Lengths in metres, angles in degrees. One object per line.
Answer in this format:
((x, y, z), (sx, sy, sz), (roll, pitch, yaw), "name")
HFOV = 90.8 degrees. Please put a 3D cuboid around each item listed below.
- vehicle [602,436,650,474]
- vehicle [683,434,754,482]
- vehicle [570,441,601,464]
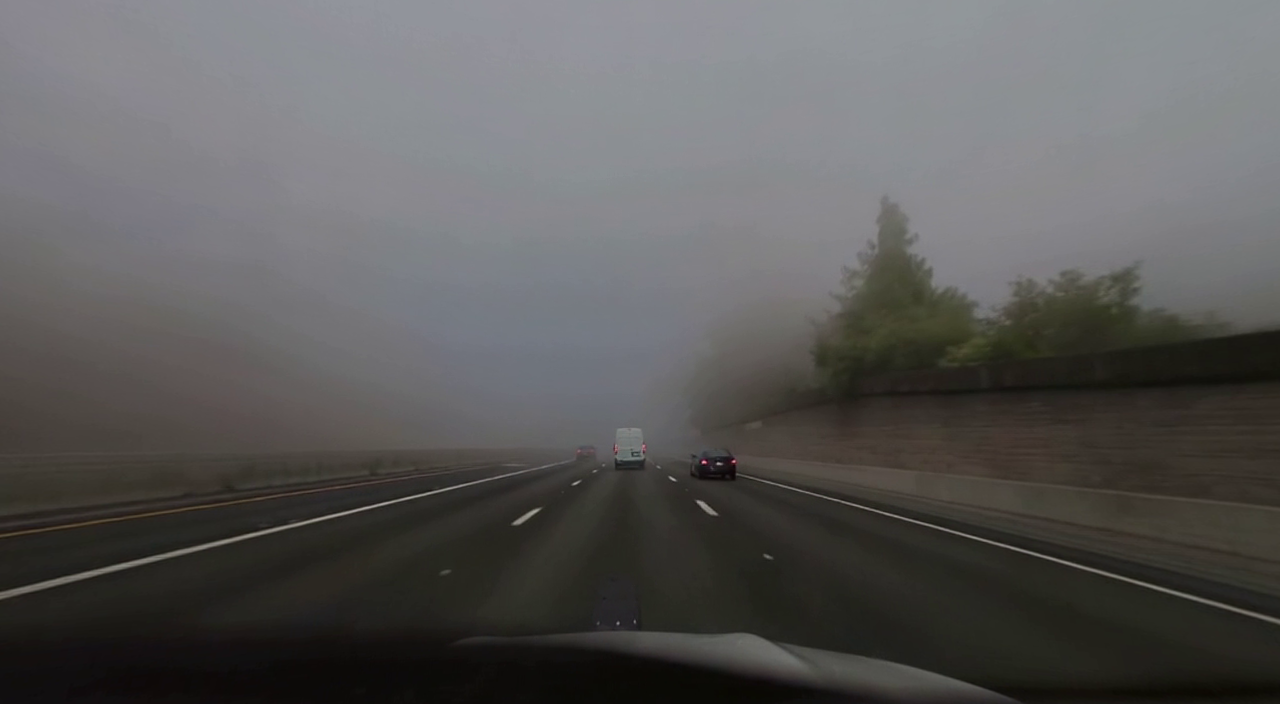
((-0.691, 5.255, 32.387), (2.297, 1.783, 4.355), (0, -8, 0), "vehicle")
((3.064, 4.232, 25.561), (2.160, 1.759, 4.214), (0, -8, -3), "vehicle")
((-4.129, 7.716, 48.657), (2.023, 1.709, 4.263), (0, -8, 0), "vehicle")
